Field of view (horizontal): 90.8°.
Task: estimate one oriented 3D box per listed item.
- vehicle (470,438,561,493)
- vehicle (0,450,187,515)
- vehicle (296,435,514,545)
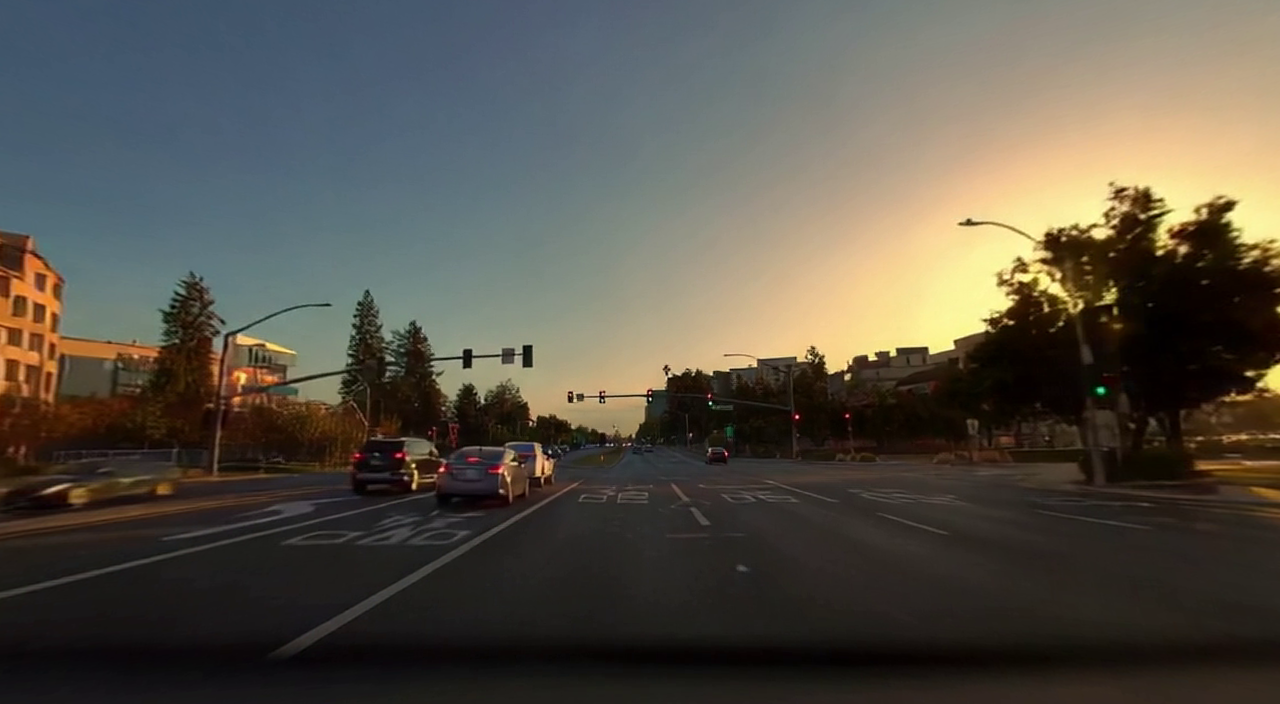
[{"bbox_3d":[-3.823,3.564,20.181,1.974,1.538,4.287,0,-8,1],"label":"vehicle"},{"bbox_3d":[-15.753,3.601,18.024,1.971,1.548,4.907,0,-8,1],"label":"vehicle"},{"bbox_3d":[-3.662,2.217,10.926,2.018,1.463,4.603,0,-8,0],"label":"vehicle"}]
